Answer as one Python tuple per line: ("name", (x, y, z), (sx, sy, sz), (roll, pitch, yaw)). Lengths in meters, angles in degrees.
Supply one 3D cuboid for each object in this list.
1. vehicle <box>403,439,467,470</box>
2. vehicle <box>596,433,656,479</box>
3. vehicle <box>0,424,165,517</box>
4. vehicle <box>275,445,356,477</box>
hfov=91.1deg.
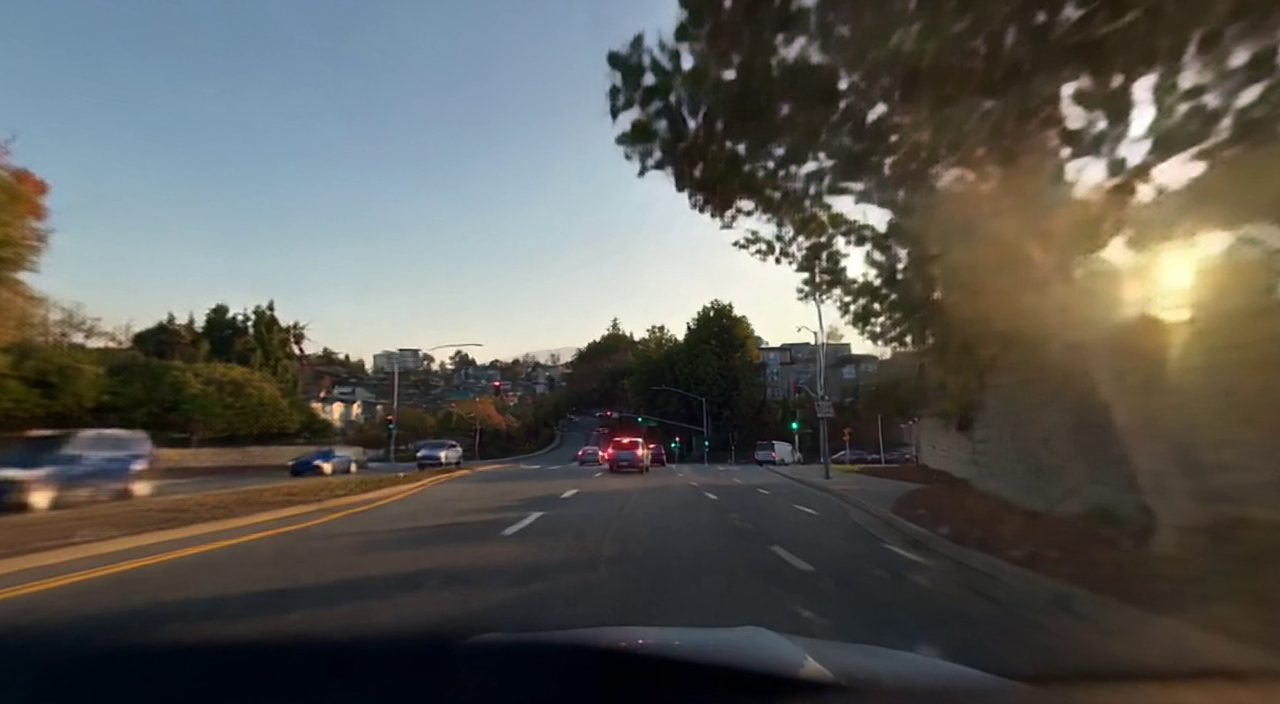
("vehicle", (-12.795, 6.437, 39.594), (2.086, 1.797, 4.749), (-1, -9, 5))
("vehicle", (-0.521, 4.518, 27.539), (2.152, 1.822, 4.391), (-1, -9, 5))
("vehicle", (-13.300, 2.521, 13.717), (2.111, 1.751, 4.757), (0, -9, 0))
("vehicle", (-17.609, 5.925, 34.374), (1.924, 1.598, 4.652), (0, -9, 0))
